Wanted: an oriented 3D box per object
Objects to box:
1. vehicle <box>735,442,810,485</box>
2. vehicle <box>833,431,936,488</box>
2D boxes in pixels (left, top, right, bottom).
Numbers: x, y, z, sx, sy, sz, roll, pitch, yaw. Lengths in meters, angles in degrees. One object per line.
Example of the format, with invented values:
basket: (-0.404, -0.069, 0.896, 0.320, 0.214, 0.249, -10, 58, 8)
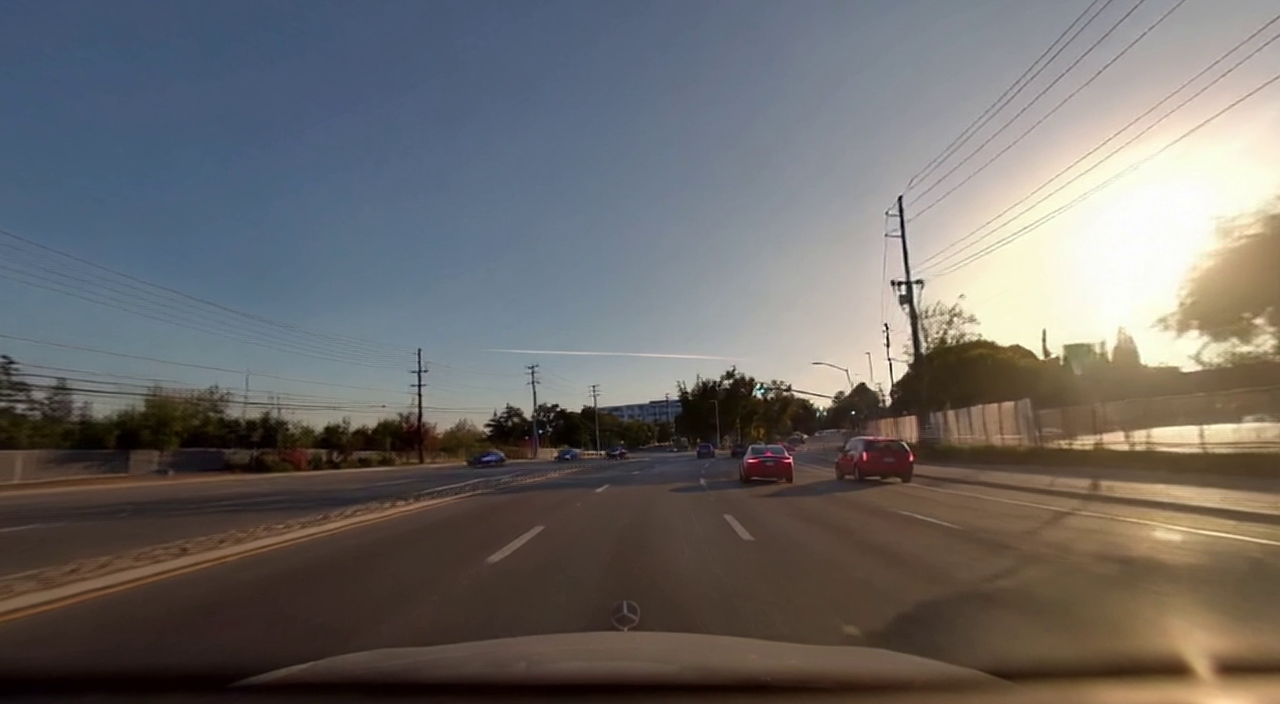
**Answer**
vehicle: (4.901, 4.166, 23.970, 2.035, 1.460, 4.392, -1, -9, 2)
vehicle: (8.487, 3.788, 22.430, 2.029, 1.795, 4.371, -1, -9, 2)
